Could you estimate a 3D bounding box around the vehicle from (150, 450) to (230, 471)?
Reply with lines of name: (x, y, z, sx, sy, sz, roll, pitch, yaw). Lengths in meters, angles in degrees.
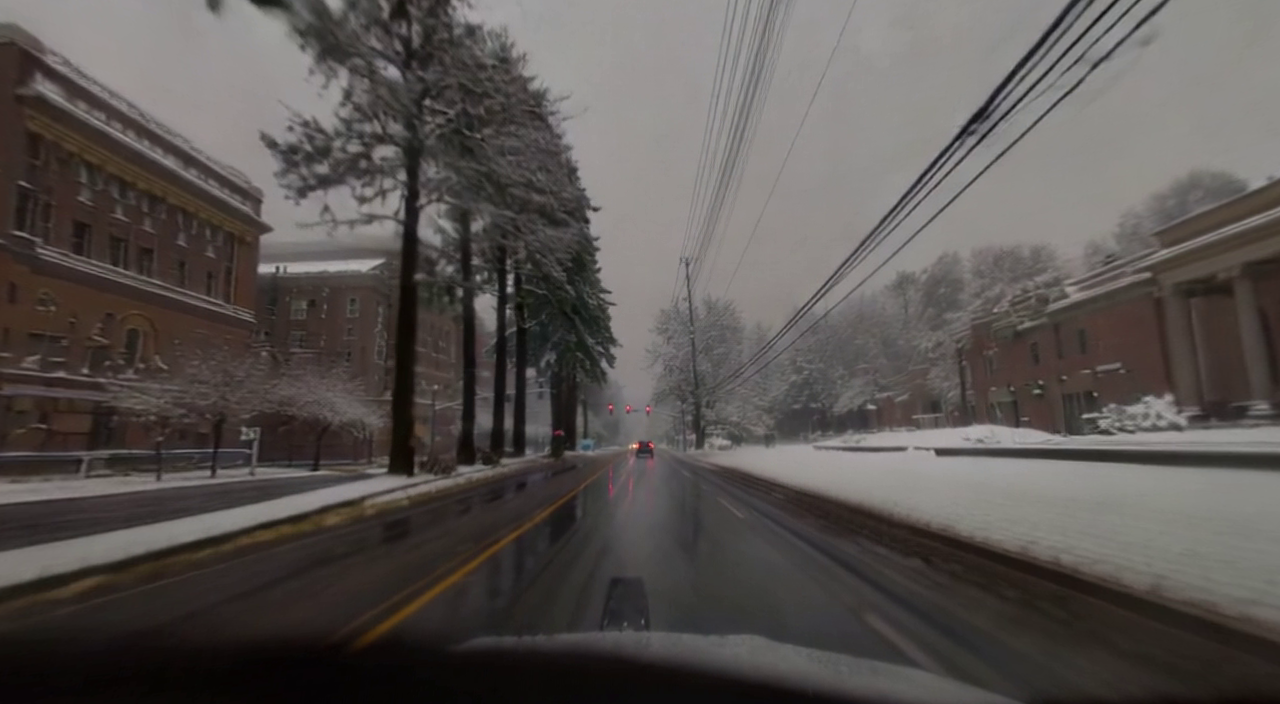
vehicle: (-32.435, 7.801, 45.461, 4.397, 1.454, 1.803, 0, -9, 3)
